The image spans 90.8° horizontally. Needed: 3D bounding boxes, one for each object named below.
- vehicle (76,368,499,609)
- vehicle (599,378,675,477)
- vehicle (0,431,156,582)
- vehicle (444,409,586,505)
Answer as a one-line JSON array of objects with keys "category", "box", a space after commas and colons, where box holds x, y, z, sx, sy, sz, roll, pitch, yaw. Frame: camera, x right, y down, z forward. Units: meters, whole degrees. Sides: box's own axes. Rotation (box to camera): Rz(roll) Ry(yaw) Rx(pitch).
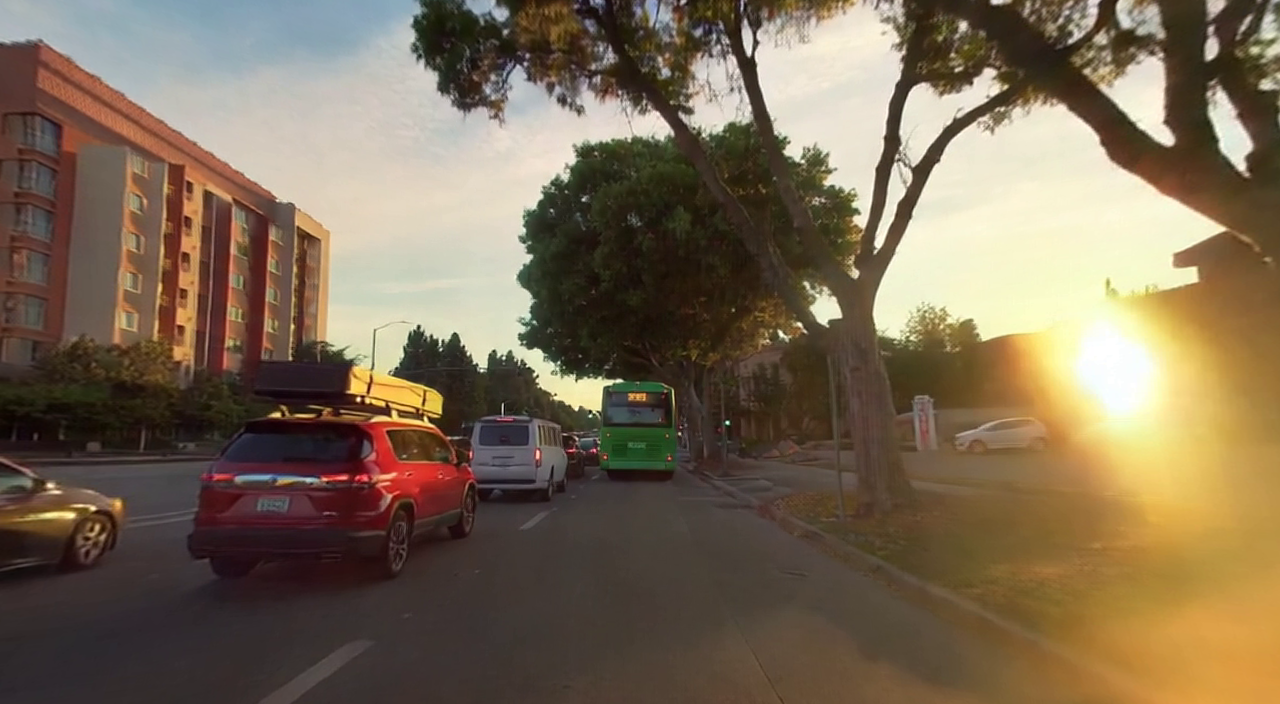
[{"category": "vehicle", "box": [-3.346, 1.453, 7.573, 2.095, 1.892, 5.043, 0, -9, 1]}, {"category": "vehicle", "box": [-0.081, 3.879, 31.021, 2.970, 3.857, 12.200, 0, -9, 0]}, {"category": "vehicle", "box": [-7.298, 1.477, 5.932, 1.986, 1.473, 4.465, 0, -9, -1]}, {"category": "vehicle", "box": [-3.035, 2.779, 17.045, 2.546, 2.125, 5.869, 0, -9, 1]}]
